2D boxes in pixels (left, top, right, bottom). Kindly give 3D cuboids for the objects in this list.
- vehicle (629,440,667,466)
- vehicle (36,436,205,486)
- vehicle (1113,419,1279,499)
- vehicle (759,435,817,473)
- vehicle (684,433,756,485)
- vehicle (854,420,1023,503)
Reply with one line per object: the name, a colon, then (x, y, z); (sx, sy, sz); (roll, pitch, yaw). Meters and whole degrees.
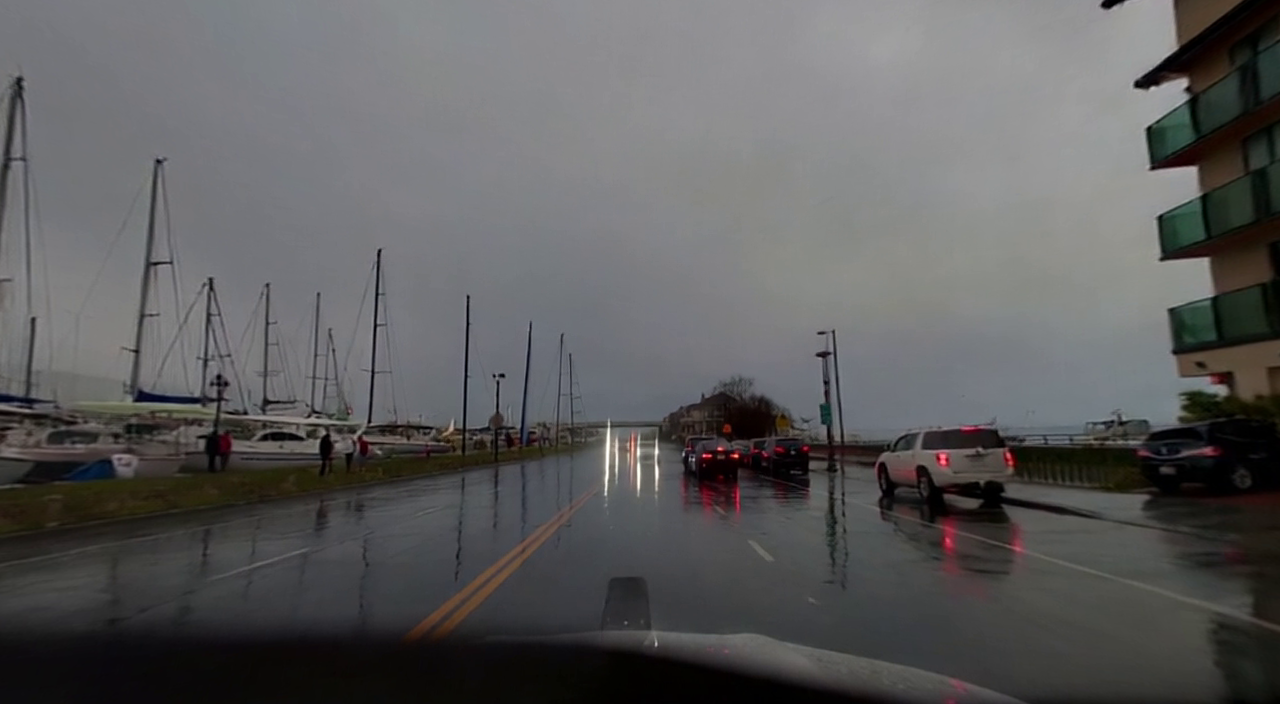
vehicle: (0.493, 6.422, 40.204); (2.284, 1.496, 3.949); (0, -9, 1)
vehicle: (-18.055, 3.797, 22.274); (1.840, 1.522, 4.695); (-1, -9, 2)
vehicle: (14.551, 2.554, 15.386); (4.406, 1.783, 2.020); (0, -8, -3)
vehicle: (7.908, 5.506, 34.196); (1.969, 1.852, 4.514); (0, -9, -1)
vehicle: (2.749, 3.770, 22.471); (2.047, 1.640, 4.051); (0, -9, 0)
vehicle: (7.867, 2.947, 17.331); (2.056, 1.896, 5.062); (0, -9, -1)
